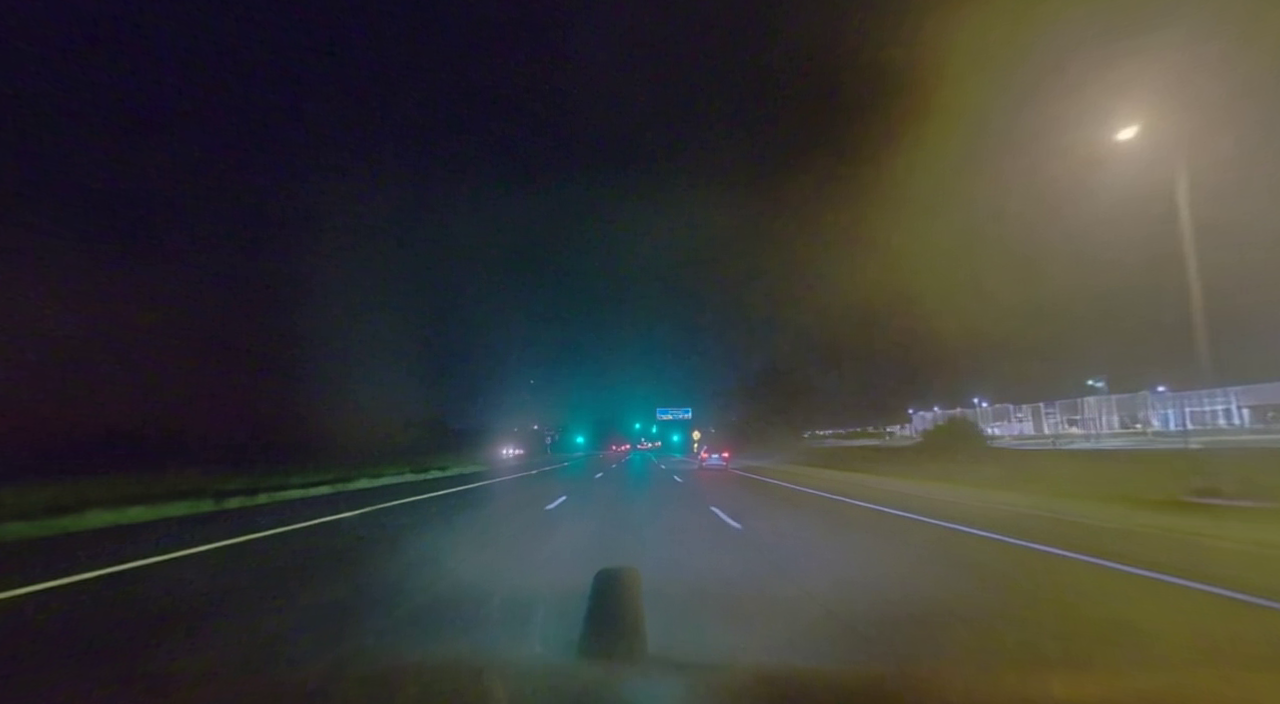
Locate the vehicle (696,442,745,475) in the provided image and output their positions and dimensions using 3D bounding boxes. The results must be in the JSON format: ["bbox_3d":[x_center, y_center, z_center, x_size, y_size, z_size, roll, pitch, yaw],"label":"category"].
[{"bbox_3d":[4.238,5.654,33.776,2.085,1.594,4.848,0,-9,1],"label":"vehicle"}]
